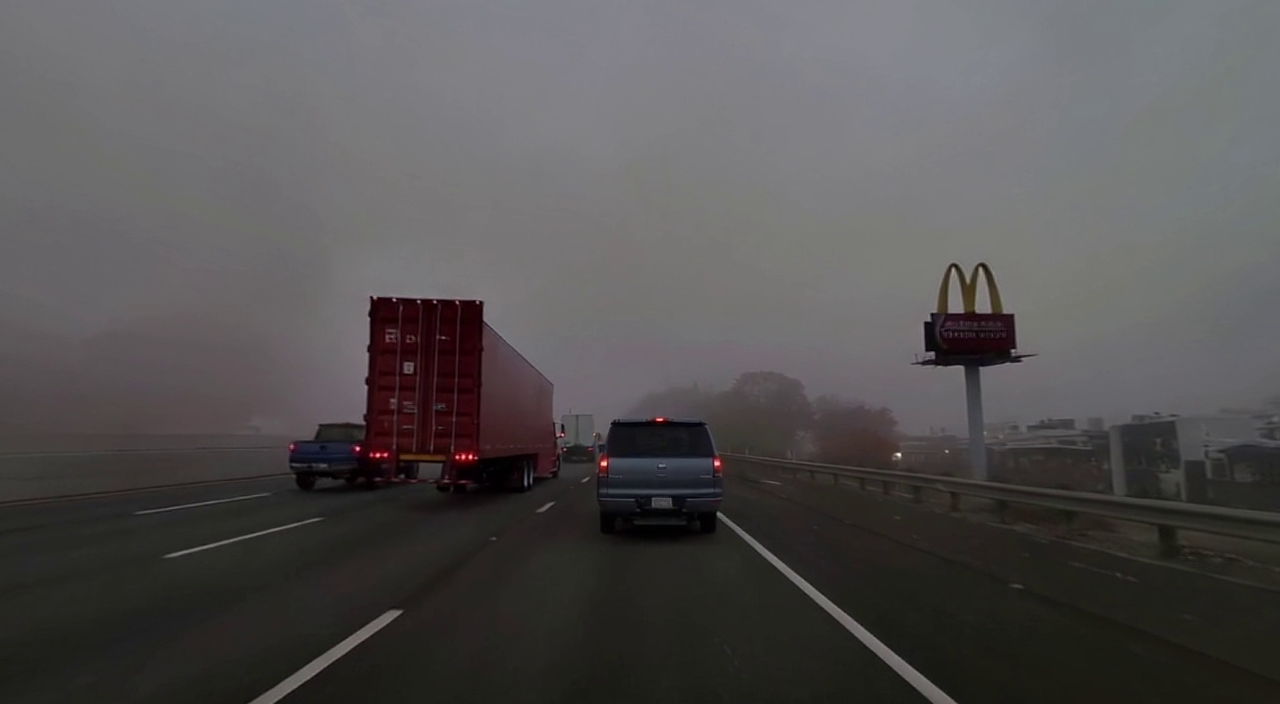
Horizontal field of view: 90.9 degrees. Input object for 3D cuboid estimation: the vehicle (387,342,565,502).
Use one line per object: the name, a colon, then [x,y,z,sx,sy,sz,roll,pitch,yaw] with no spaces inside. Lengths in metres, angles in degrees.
vehicle: [-4.076,2.160,18.127,2.814,3.513,8.529,0,-9,0]

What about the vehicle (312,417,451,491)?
vehicle: [-8.049,3.257,20.401,2.218,2.047,5.586,0,-9,-1]

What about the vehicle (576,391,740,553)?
vehicle: [0.125,1.727,9.595,1.947,1.910,4.040,0,-9,-3]
